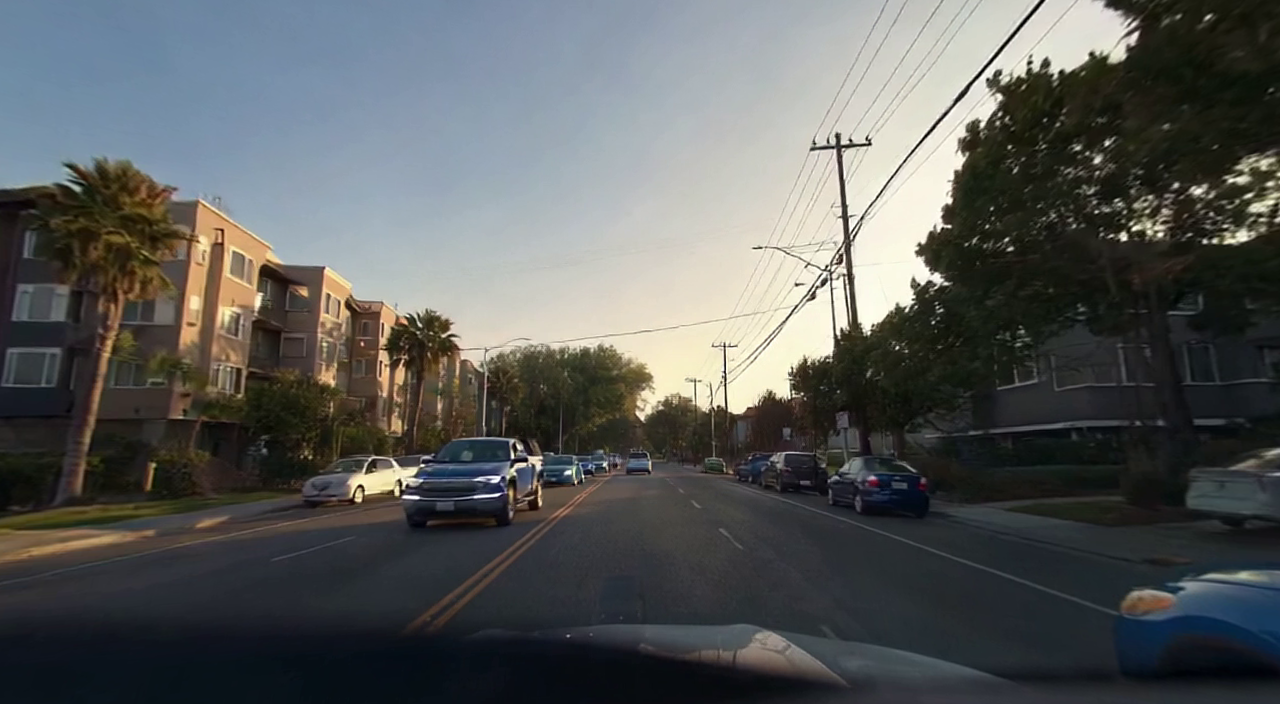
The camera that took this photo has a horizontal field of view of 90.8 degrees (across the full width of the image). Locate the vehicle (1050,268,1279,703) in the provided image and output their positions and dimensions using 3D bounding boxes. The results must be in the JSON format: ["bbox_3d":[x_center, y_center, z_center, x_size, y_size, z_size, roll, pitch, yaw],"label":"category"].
[{"bbox_3d":[3.055,0.496,0.661,2.027,1.907,4.736,0,-8,0],"label":"vehicle"}]

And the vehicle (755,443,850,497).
[{"bbox_3d":[6.261,4.568,25.020,2.211,1.884,5.031,0,-8,-2],"label":"vehicle"}]

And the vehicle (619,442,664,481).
[{"bbox_3d":[0.128,5.842,34.110,2.308,1.940,4.125,0,-8,2],"label":"vehicle"}]

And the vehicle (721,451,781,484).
[{"bbox_3d":[6.293,6.630,36.691,2.350,1.706,5.901,0,-8,-1],"label":"vehicle"}]

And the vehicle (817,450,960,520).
[{"bbox_3d":[6.277,3.378,16.630,1.964,1.550,4.424,0,-8,0],"label":"vehicle"}]

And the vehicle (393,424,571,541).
[{"bbox_3d":[-2.655,2.331,11.962,2.167,1.761,4.584,0,-8,0],"label":"vehicle"}]
